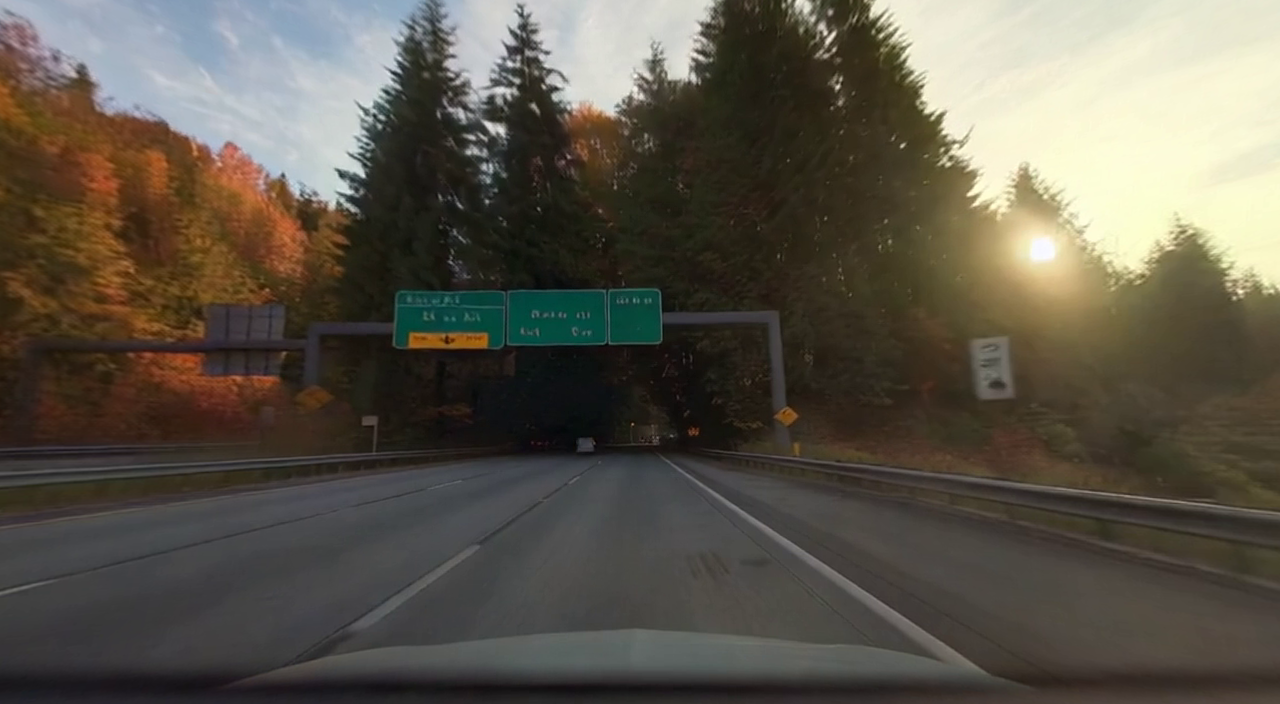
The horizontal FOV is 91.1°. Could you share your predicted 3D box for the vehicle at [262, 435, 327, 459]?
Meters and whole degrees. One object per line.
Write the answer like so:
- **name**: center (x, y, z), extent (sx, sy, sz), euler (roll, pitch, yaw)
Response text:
- **vehicle**: center (-23.993, 6.591, 43.853), extent (1.881, 1.546, 4.419), euler (0, -8, 2)
